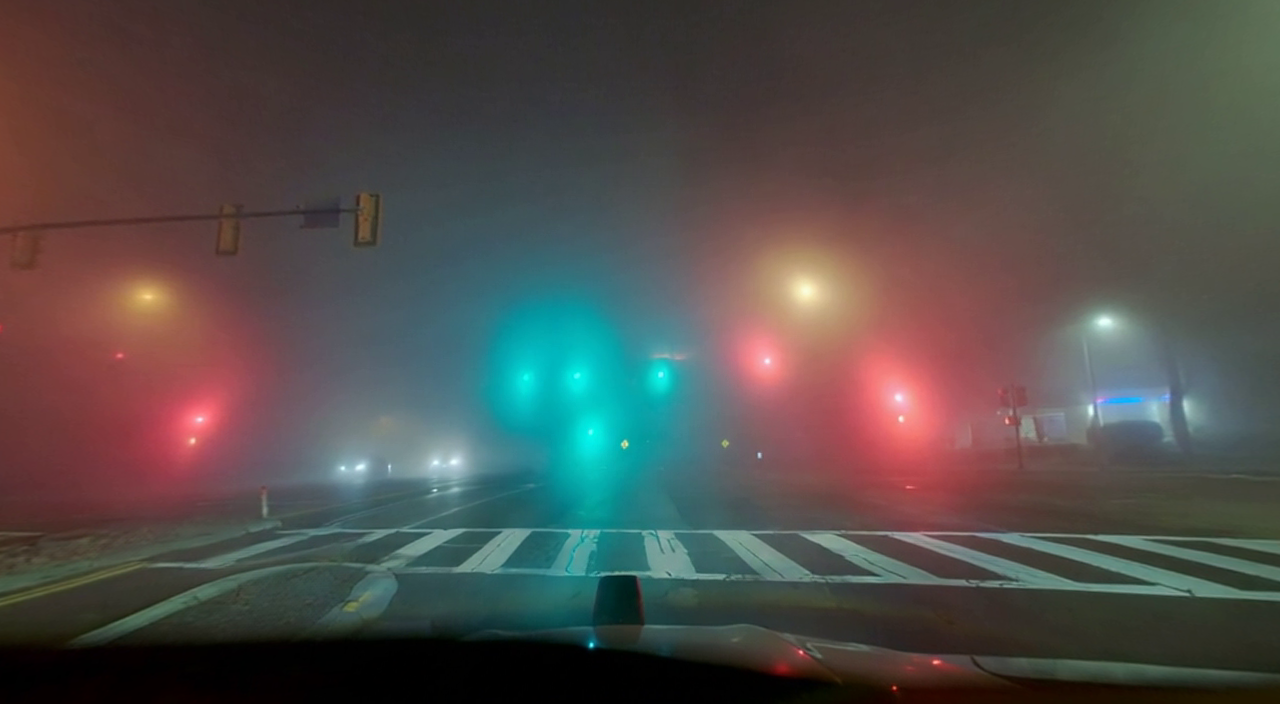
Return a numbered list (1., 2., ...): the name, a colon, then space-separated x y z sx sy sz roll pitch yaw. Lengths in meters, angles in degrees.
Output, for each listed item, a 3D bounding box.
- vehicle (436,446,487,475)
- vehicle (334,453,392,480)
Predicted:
1. vehicle: -12.188 7.416 43.479 2.151 1.847 4.634 0 -9 1
2. vehicle: -18.842 7.792 43.185 1.933 1.664 4.255 0 -9 1
